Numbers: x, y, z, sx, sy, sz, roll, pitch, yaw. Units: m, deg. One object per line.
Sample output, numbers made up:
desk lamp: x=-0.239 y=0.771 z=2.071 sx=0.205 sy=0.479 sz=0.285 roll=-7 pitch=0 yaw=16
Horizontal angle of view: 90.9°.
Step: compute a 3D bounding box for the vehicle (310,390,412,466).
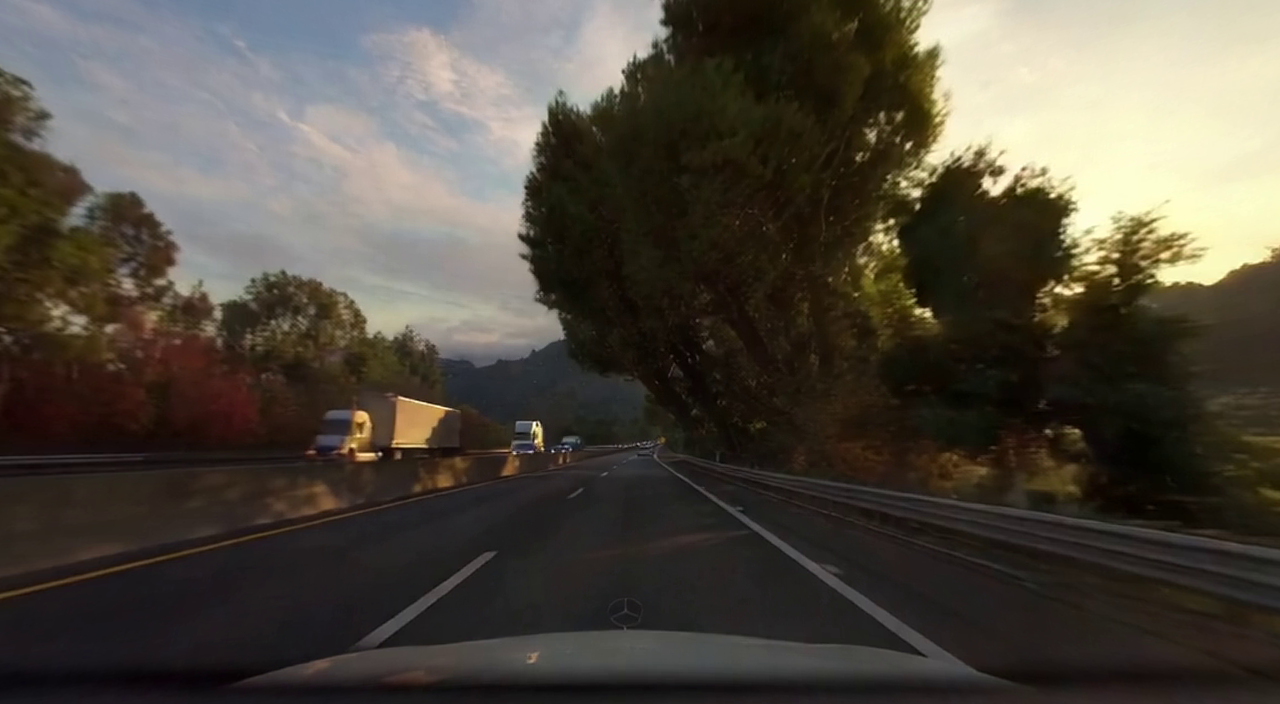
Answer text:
vehicle: x=-15.427 y=4.363 z=35.423 sx=2.987 sy=3.859 sz=5.763 roll=0 pitch=-9 yaw=0
